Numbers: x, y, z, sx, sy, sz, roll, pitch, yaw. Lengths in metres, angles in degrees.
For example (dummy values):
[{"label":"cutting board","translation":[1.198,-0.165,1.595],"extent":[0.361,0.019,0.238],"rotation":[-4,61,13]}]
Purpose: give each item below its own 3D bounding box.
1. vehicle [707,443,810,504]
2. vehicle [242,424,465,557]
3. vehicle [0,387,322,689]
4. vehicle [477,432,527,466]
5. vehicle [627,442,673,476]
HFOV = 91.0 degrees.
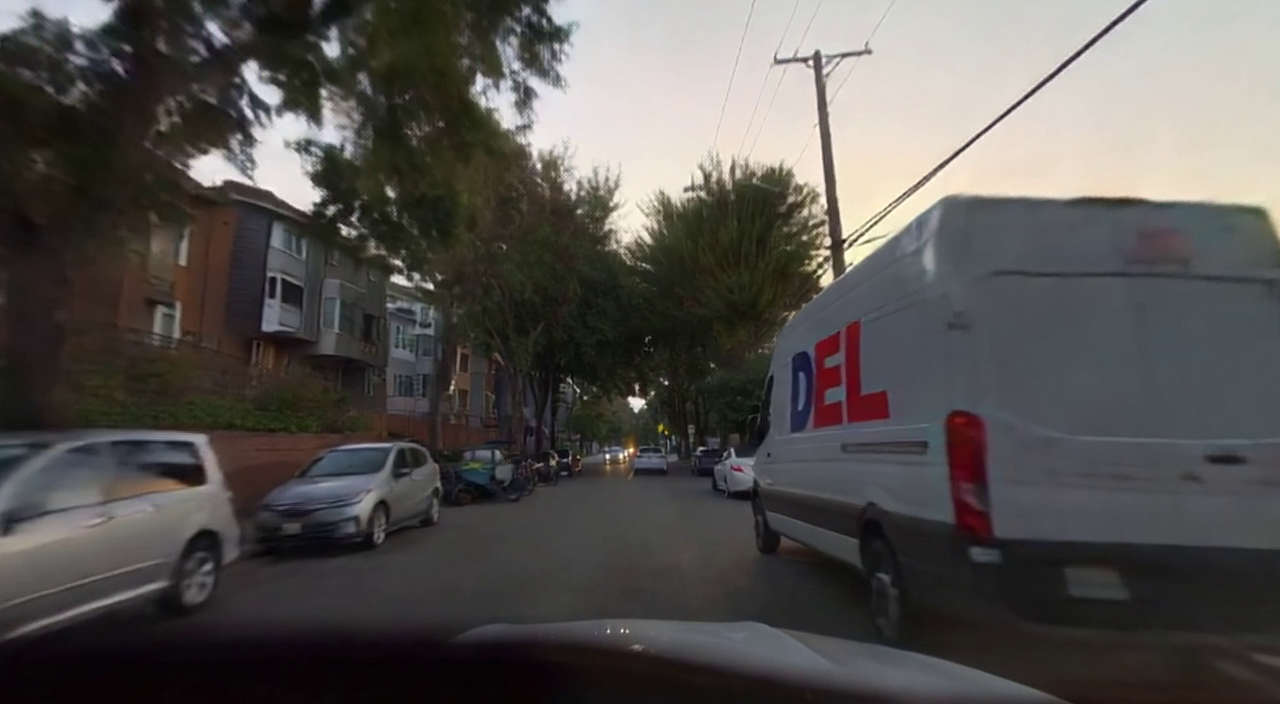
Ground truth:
[{"label":"vehicle","translation":[3.159,3.354,17.795],"extent":[2.086,1.498,4.280],"rotation":[0,-9,0]},{"label":"vehicle","translation":[-4.347,2.069,10.289],"extent":[1.911,1.573,3.637],"rotation":[2,-4,0]},{"label":"vehicle","translation":[-4.621,1.133,4.787],"extent":[2.022,1.721,4.355],"rotation":[1,-4,2]},{"label":"vehicle","translation":[-8.129,5.705,37.384],"extent":[2.010,1.747,4.266],"rotation":[0,-6,0]},{"label":"vehicle","translation":[0.452,5.153,30.420],"extent":[2.095,1.510,3.605],"rotation":[0,-9,0]}]
